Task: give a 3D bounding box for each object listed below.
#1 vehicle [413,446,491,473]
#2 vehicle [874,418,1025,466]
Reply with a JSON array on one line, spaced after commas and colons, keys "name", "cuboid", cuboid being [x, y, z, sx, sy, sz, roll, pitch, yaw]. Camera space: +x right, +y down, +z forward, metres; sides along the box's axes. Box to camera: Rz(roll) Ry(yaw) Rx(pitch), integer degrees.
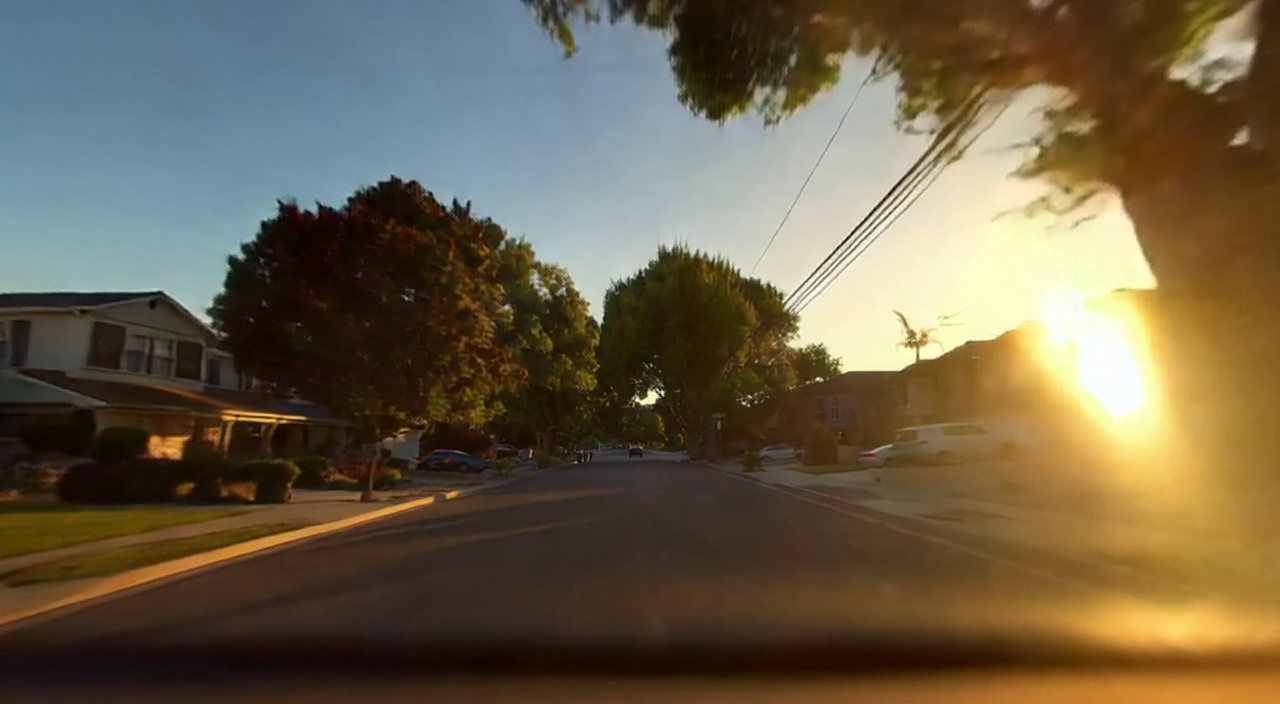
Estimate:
[{"name": "vehicle", "cuboid": [-13.211, 7.593, 44.738, 4.887, 1.788, 2.006, 1, -9, -3]}, {"name": "vehicle", "cuboid": [12.780, 3.788, 26.411, 5.049, 1.845, 2.327, -1, -9, 0]}]
